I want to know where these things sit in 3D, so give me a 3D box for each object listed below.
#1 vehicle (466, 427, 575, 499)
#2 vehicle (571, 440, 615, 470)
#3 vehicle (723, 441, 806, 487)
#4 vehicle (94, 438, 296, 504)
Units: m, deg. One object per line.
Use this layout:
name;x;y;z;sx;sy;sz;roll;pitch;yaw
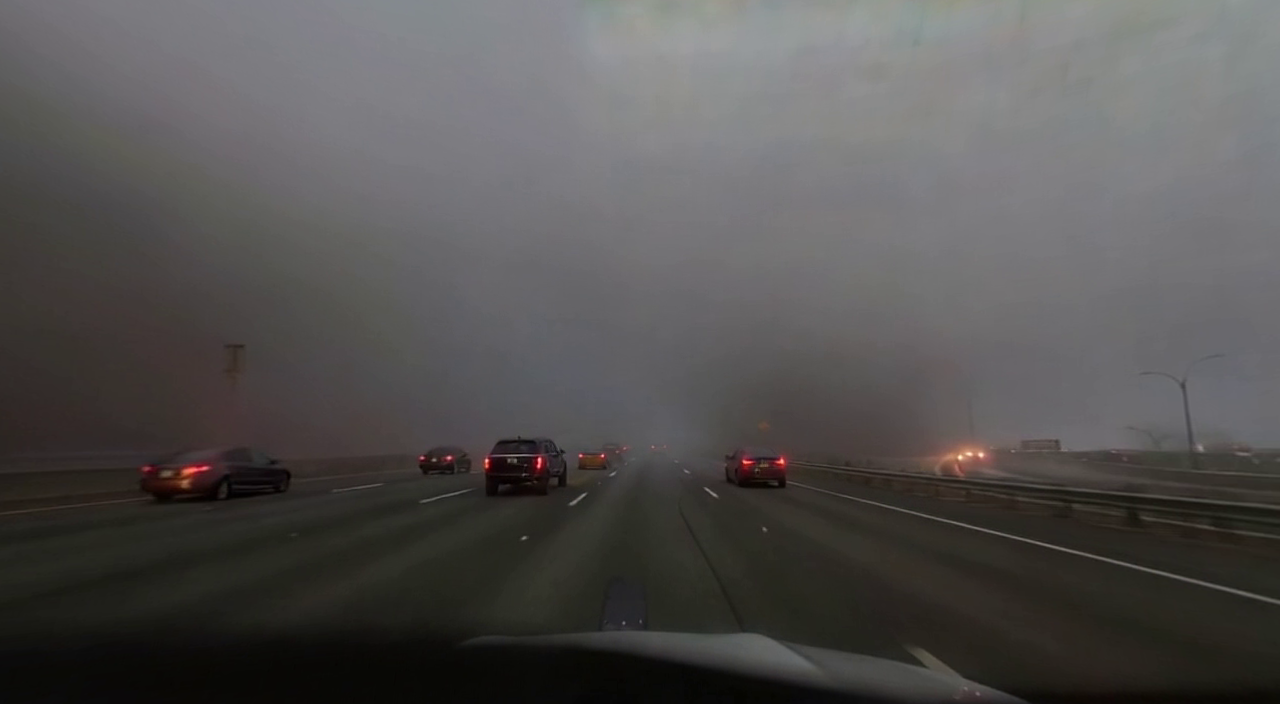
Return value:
vehicle;-3.220;3.116;18.036;2.133;1.775;4.530;0;-8;1
vehicle;-2.689;6.038;37.252;2.133;1.668;4.505;0;-8;2
vehicle;4.349;3.971;22.783;2.022;1.472;4.678;0;-8;0
vehicle;-11.239;3.006;16.446;1.877;1.458;4.543;0;-8;1
